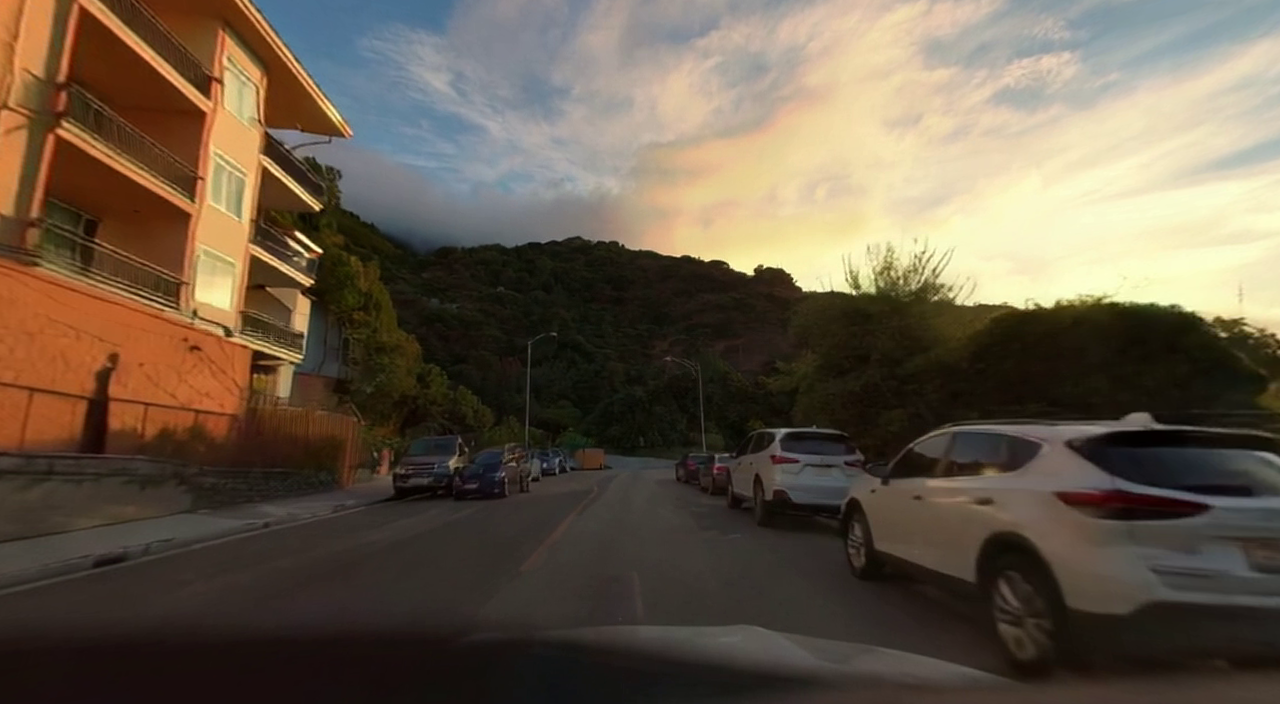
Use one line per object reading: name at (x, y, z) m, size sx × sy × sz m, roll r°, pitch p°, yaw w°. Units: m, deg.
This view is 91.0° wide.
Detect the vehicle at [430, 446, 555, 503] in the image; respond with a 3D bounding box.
vehicle at (-4.195, 3.559, 18.826) m, size 1.856 × 1.474 × 4.522 m, roll -2°, pitch -9°, yaw 12°

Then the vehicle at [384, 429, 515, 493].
vehicle at (-6.416, 3.959, 22.237) m, size 2.692 × 1.949 × 5.948 m, roll 0°, pitch -12°, yaw 0°

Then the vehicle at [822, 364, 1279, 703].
vehicle at (3.002, 1.195, 4.475) m, size 1.948 × 1.669 × 4.242 m, roll 1°, pitch -9°, yaw -3°

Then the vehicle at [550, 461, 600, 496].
vehicle at (-3.322, 6.709, 33.074) m, size 2.102 × 1.621 × 4.627 m, roll 0°, pitch -13°, yaw 1°

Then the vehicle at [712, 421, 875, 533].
vehicle at (2.792, 2.409, 12.759) m, size 2.072 × 1.830 × 4.744 m, roll 0°, pitch -9°, yaw 0°

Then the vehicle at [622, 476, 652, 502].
vehicle at (-0.293, 10.565, 48.793) m, size 2.201 × 1.731 × 3.854 m, roll 0°, pitch -8°, yaw -2°
